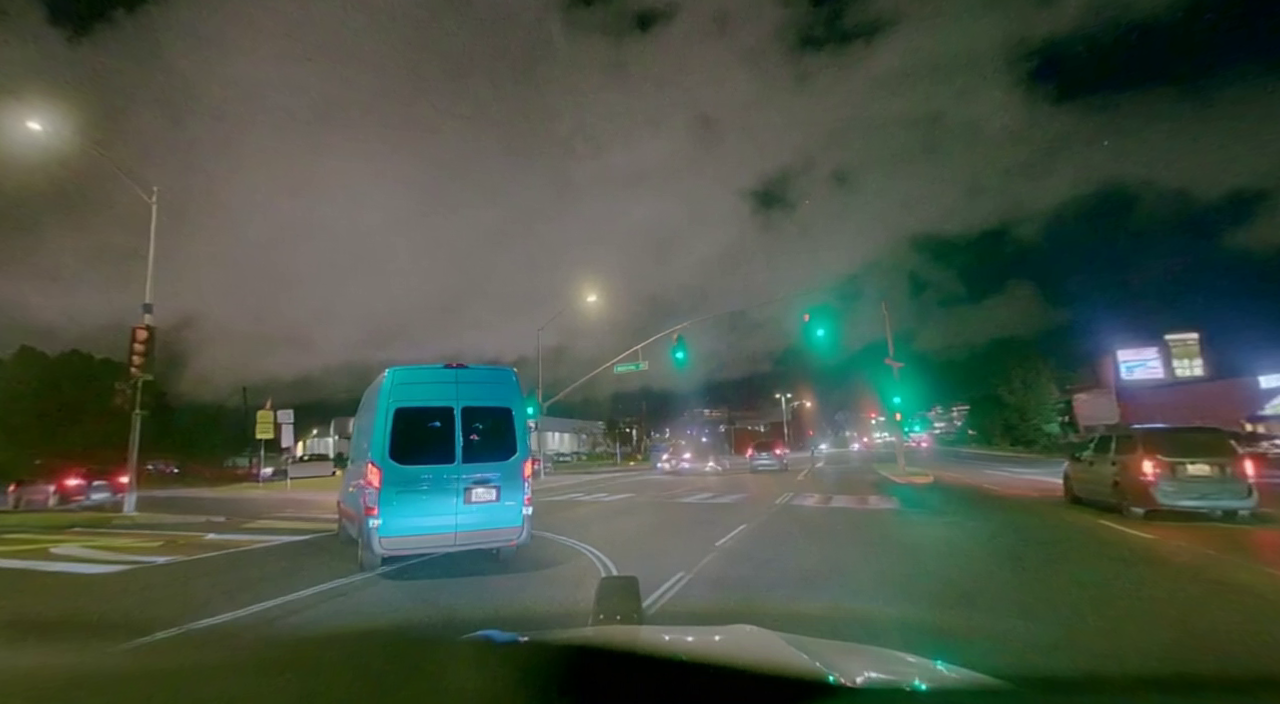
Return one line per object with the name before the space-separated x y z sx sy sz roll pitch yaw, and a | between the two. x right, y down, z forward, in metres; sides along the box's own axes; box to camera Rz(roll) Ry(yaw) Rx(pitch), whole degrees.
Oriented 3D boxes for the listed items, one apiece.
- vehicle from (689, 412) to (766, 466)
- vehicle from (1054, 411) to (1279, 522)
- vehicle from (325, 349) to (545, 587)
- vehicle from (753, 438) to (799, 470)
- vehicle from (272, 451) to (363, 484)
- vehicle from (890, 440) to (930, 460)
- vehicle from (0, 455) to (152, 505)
vehicle | 6.757 6.446 45.699 3.158 3.294 13.584 -4 -10 17
vehicle | 10.046 2.118 12.002 2.158 1.696 4.417 -3 -9 16
vehicle | -3.544 1.725 10.067 2.432 2.624 5.670 4 -10 -25
vehicle | 7.359 5.456 33.687 1.948 1.613 3.879 -3 -9 18
vehicle | -17.088 6.065 33.282 4.109 1.592 2.008 4 -10 -28
vehicle | 20.930 7.611 48.703 2.144 1.473 4.250 -3 -9 15
vehicle | -19.408 4.333 21.502 4.457 1.533 1.933 -3 -9 18
